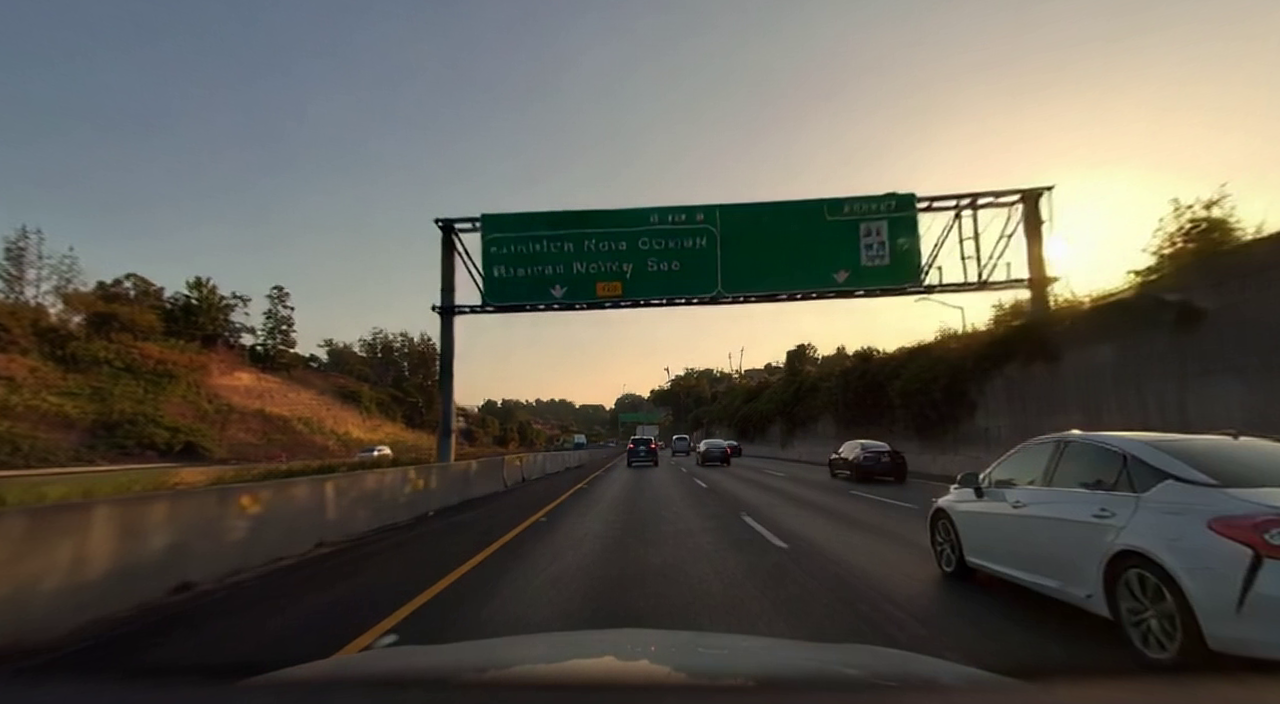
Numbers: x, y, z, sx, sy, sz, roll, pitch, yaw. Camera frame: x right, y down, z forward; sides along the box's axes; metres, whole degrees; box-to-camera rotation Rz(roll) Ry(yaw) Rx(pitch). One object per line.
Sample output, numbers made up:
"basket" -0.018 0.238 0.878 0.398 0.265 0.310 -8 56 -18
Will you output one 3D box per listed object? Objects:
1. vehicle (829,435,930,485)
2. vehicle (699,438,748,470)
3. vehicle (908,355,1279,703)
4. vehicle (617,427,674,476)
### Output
"vehicle" 8.067 3.668 21.700 1.810 1.516 4.183 0 -8 0
"vehicle" 4.146 5.119 31.819 1.825 1.487 4.034 0 -8 -1
"vehicle" 3.714 1.061 4.127 2.003 1.661 4.418 -1 -8 1
"vehicle" 0.185 4.147 26.414 2.189 1.852 4.038 0 -8 0
